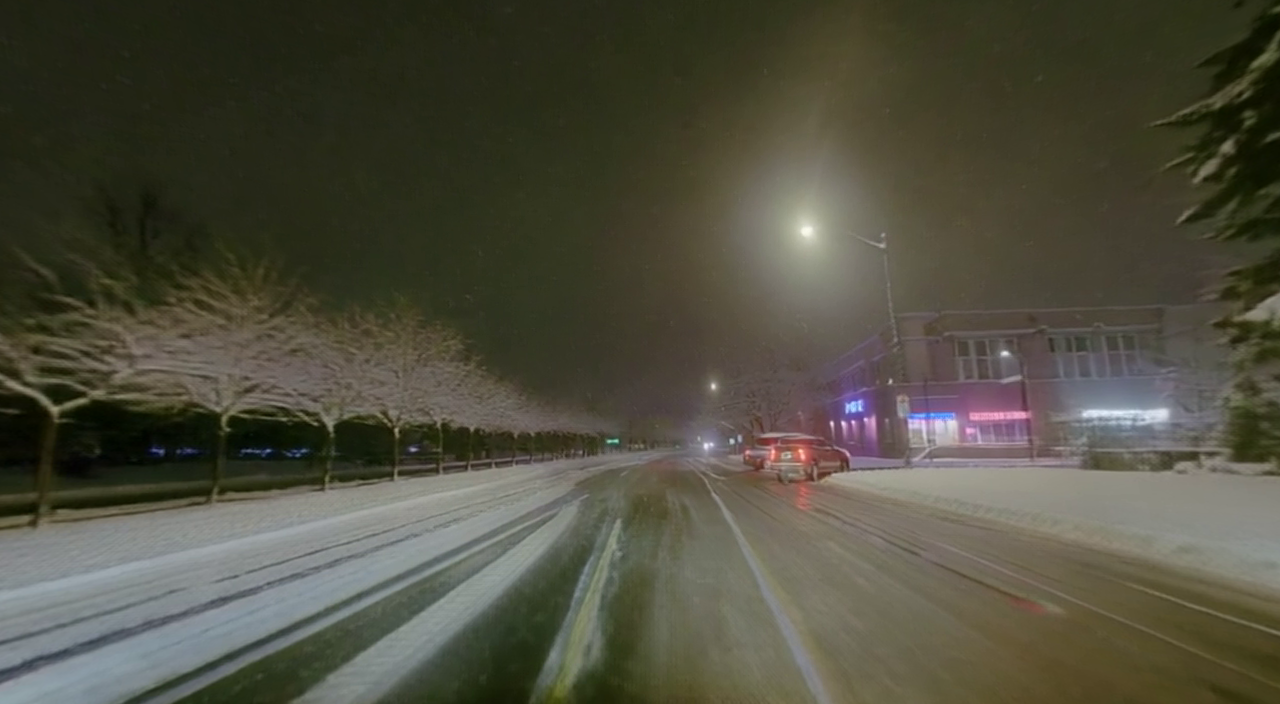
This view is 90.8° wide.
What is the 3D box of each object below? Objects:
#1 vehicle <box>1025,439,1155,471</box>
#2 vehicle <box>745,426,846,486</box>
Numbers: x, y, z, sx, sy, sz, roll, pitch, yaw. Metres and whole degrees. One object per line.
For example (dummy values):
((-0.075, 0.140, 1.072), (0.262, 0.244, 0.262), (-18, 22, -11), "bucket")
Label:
((21.737, 4.991, 30.707), (4.698, 1.465, 1.914), (-1, -8, 7), "vehicle")
((6.064, 3.904, 24.155), (2.477, 1.991, 5.157), (-4, -9, 28), "vehicle")
